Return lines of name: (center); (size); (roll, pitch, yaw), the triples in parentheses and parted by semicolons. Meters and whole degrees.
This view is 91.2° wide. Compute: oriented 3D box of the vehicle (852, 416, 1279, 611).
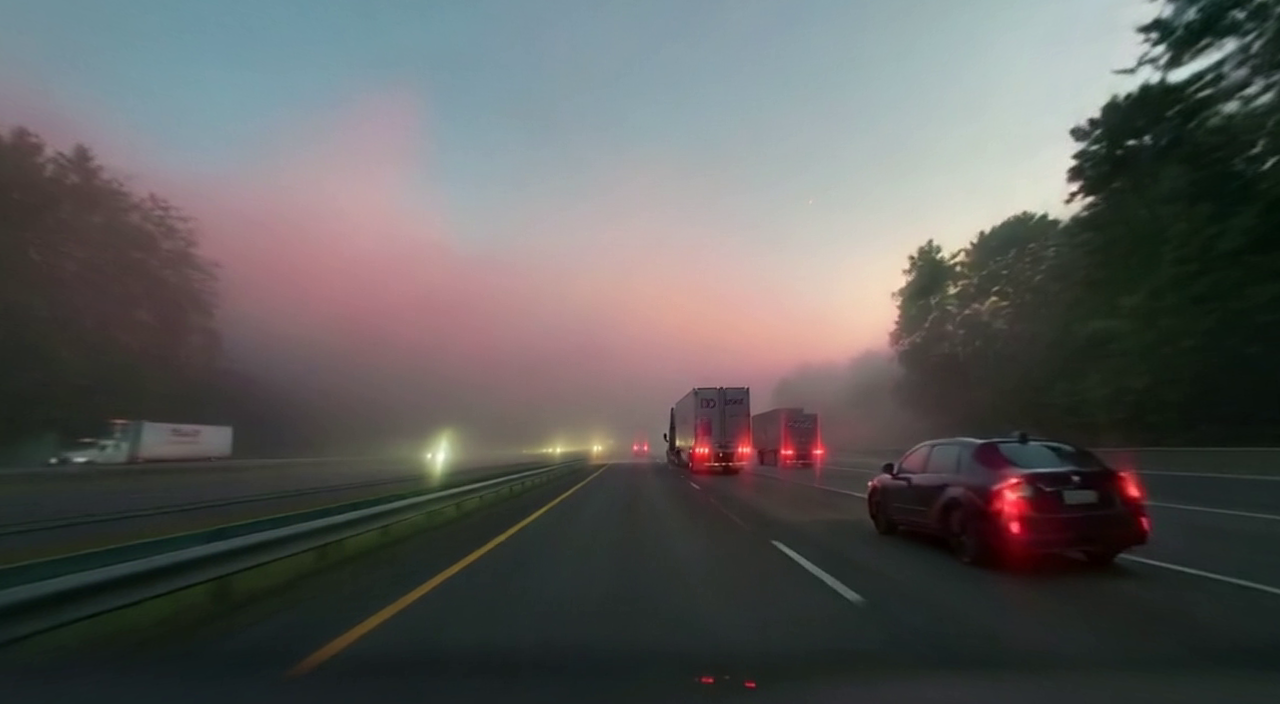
vehicle: (4.032, 1.546, 6.867); (1.948, 1.481, 3.955); (0, -9, -1)

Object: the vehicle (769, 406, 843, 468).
vehicle: (11.562, 6.095, 44.629); (2.938, 3.990, 8.556); (0, -9, 0)

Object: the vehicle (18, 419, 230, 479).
vehicle: (-39.240, 7.534, 48.900); (2.902, 4.034, 13.124); (-3, -9, 16)

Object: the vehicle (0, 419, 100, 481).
vehicle: (-41.148, 6.627, 42.405); (2.953, 3.887, 5.973); (-2, -9, 15)

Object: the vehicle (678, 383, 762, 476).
vehicle: (3.738, 4.049, 31.903); (3.025, 4.010, 9.542); (0, -9, 0)
